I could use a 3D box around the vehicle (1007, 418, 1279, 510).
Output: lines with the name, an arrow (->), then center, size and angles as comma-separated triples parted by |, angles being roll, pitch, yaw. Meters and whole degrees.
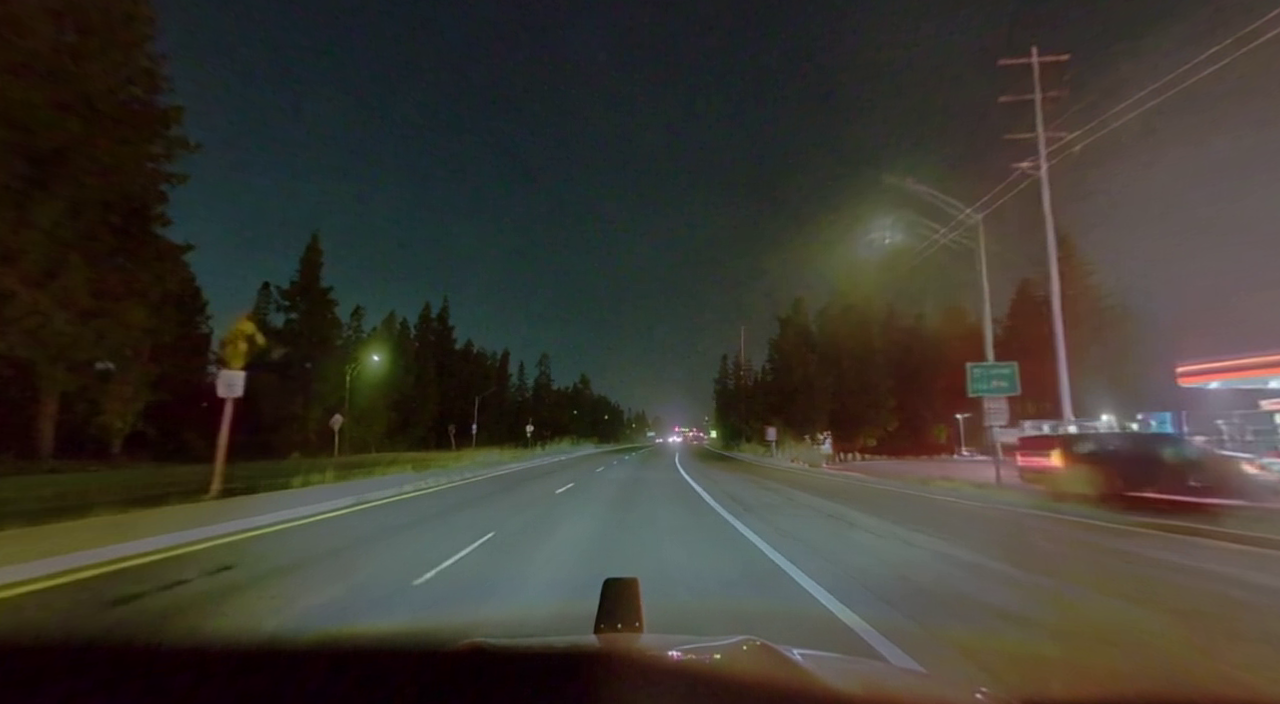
vehicle -> 10.049, 2.161, 12.340 | 4.476, 1.629, 1.953 | 0, -8, 0
